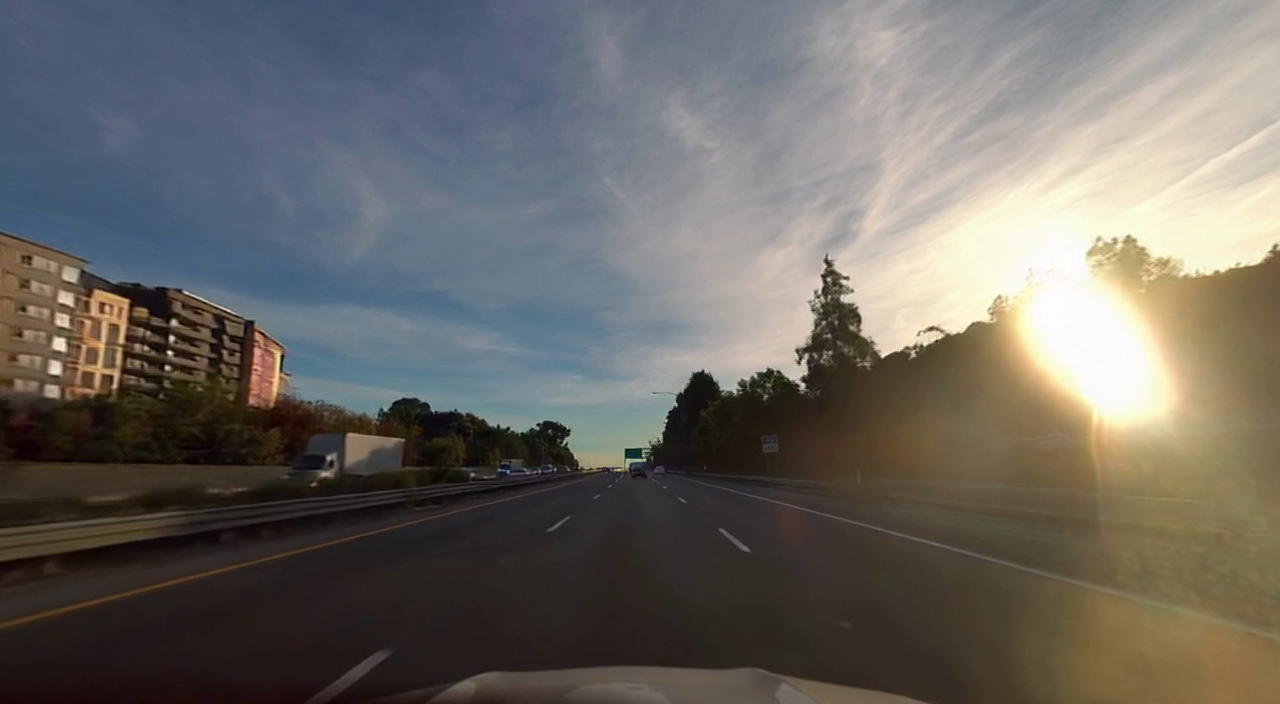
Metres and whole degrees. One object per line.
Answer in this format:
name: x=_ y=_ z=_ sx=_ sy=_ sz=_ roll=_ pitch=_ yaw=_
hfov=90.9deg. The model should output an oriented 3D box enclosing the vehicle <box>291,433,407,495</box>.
vehicle: x=-19.851 y=7.855 z=43.991 sx=2.948 sy=3.734 sz=10.618 roll=1 pitch=-11 yaw=0
